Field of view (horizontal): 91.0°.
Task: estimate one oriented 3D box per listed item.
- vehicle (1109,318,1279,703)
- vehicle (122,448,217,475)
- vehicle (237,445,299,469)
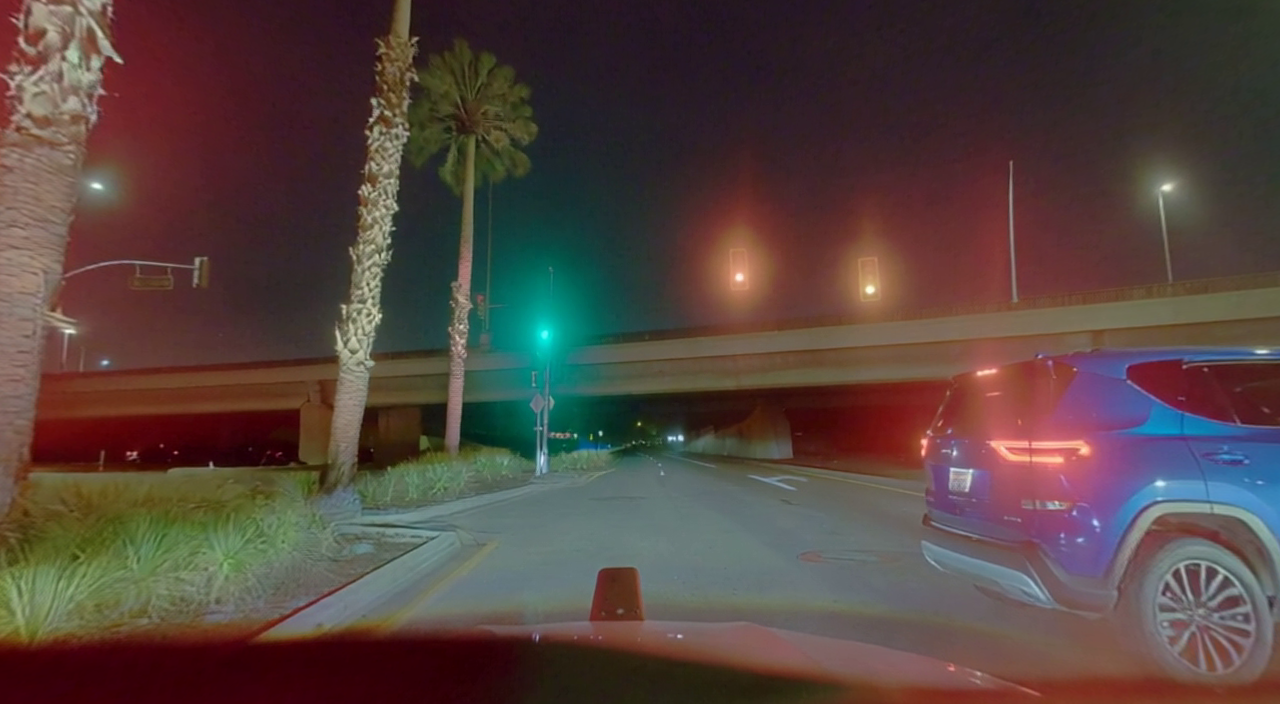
[{"bbox_3d":[3.446,0.521,0.795,2.028,1.770,4.737,0,-9,0],"label":"vehicle"},{"bbox_3d":[-26.563,6.169,35.754,1.830,1.443,4.551,0,-9,2],"label":"vehicle"},{"bbox_3d":[-26.269,7.415,44.568,1.941,1.631,4.017,0,-9,0],"label":"vehicle"}]
